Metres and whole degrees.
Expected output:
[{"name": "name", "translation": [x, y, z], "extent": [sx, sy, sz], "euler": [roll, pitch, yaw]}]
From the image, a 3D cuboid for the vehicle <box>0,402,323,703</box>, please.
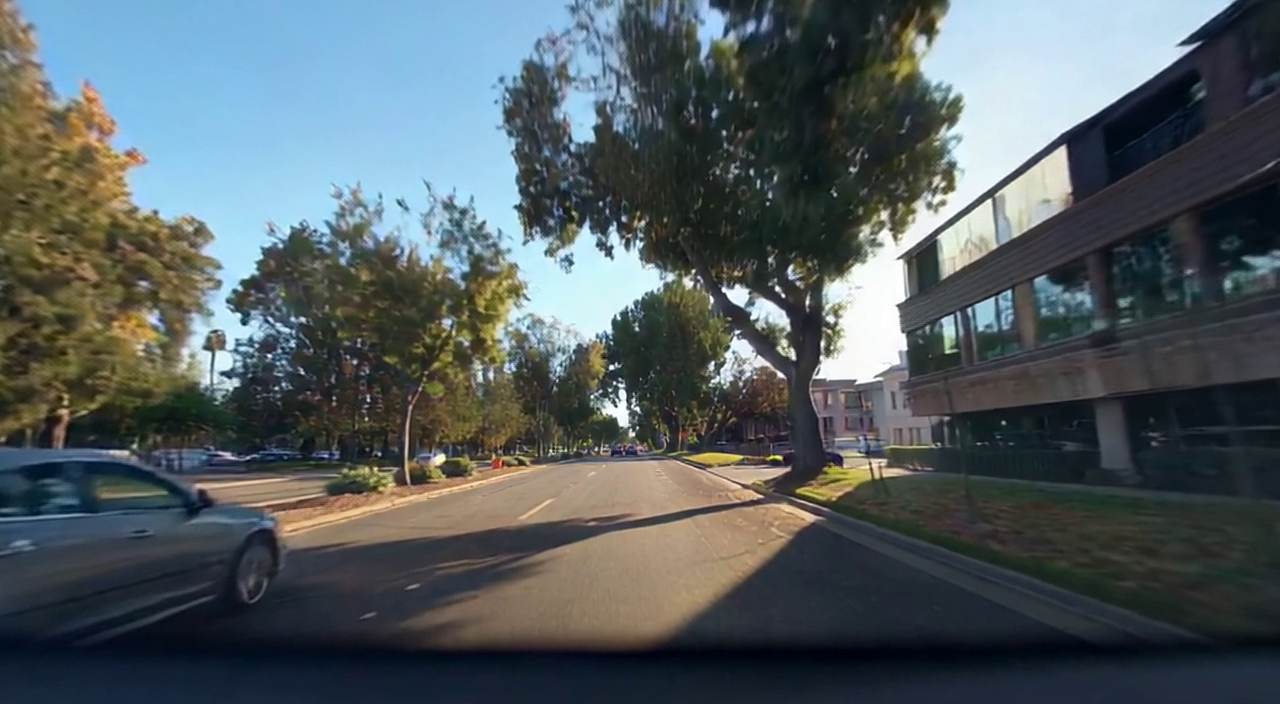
[{"name": "vehicle", "translation": [-3.640, 1.082, 3.199], "extent": [2.030, 1.550, 3.925], "euler": [0, -8, 0]}]
